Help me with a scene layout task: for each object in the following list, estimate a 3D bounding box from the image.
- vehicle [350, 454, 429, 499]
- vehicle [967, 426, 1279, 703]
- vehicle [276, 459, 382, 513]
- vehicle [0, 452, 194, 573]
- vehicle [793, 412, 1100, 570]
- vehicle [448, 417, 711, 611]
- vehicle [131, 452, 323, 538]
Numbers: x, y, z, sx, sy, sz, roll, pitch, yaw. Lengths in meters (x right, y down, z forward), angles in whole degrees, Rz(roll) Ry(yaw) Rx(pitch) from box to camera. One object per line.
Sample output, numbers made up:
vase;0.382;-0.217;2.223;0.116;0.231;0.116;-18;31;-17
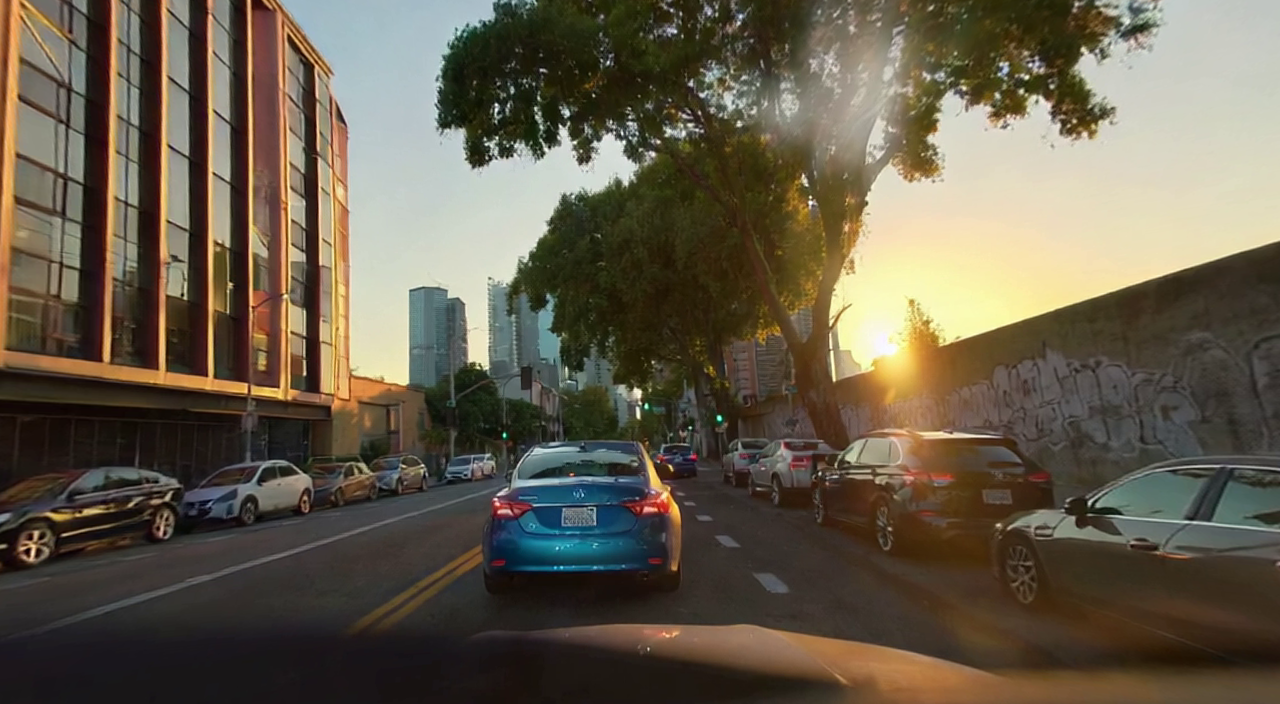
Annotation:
vehicle;-11.022;5.445;28.074;1.822;1.639;4.144;-5;-8;0
vehicle;4.261;1.319;3.989;1.955;1.535;4.266;4;-9;-3
vehicle;-11.057;4.741;22.788;1.741;1.506;4.370;-5;-8;-2
vehicle;-10.853;2.894;11.614;1.988;1.781;4.827;-8;-8;-4
vehicle;4.199;2.000;10.007;2.097;1.811;5.230;0;-8;-2
vehicle;-0.502;1.660;7.434;2.166;1.579;4.300;0;-8;0
vehicle;-10.874;3.714;17.127;2.276;1.741;4.439;-6;-8;-1
